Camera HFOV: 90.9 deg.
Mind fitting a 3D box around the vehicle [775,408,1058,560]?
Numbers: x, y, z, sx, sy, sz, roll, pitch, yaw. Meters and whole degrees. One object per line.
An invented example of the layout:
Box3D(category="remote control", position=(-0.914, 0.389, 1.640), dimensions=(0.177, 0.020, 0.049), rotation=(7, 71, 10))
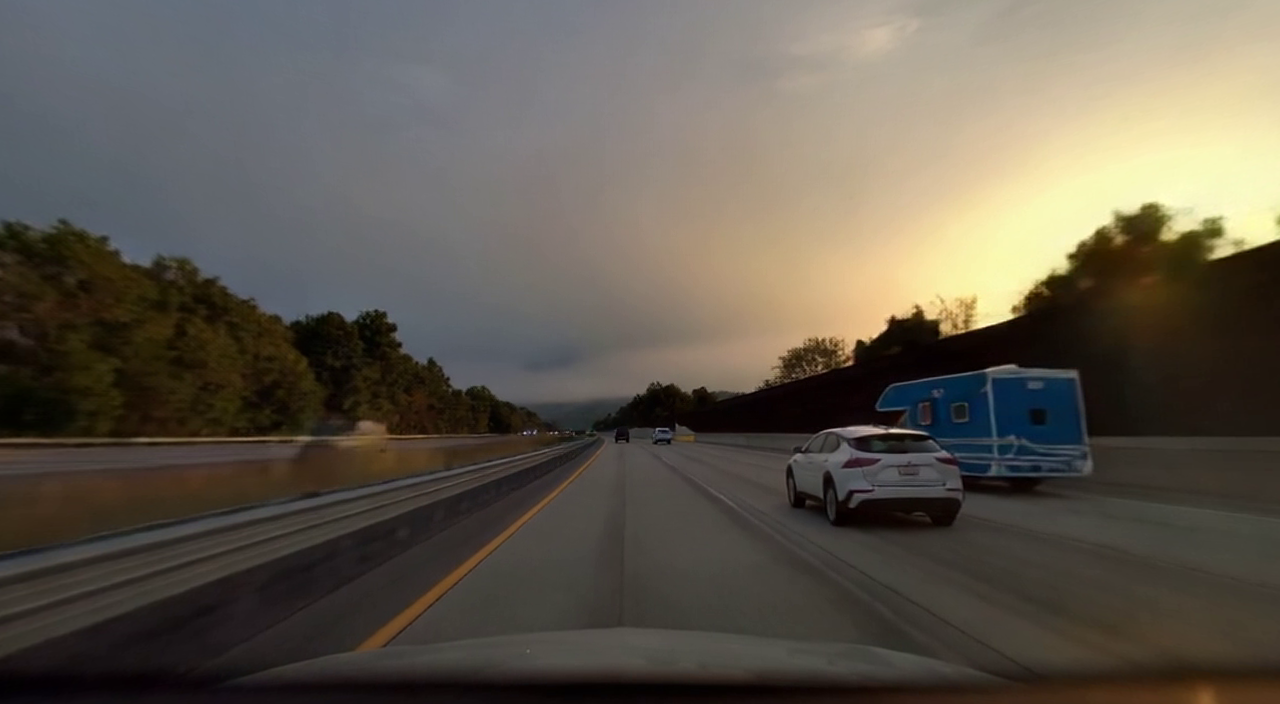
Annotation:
Box3D(category="vehicle", position=(3.306, 1.631, 8.543), dimensions=(2.002, 1.569, 3.845), rotation=(0, -8, -1))

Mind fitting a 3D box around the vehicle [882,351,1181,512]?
Box3D(category="vehicle", position=(7.672, 1.699, 13.457), dimensions=(2.594, 2.701, 5.573), rotation=(0, -8, -2))

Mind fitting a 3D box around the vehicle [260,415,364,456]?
Box3D(category="vehicle", position=(-12.583, 3.250, 24.475), dimensions=(1.932, 1.450, 3.980), rotation=(0, -8, -1))
